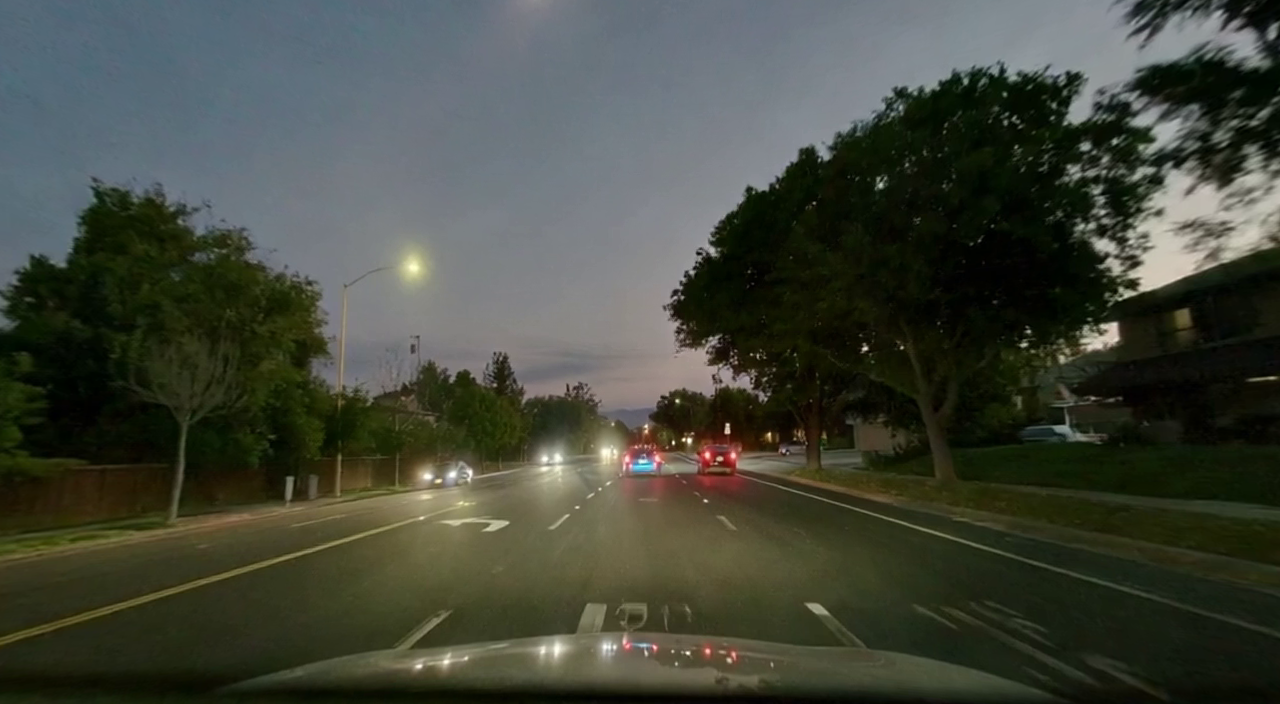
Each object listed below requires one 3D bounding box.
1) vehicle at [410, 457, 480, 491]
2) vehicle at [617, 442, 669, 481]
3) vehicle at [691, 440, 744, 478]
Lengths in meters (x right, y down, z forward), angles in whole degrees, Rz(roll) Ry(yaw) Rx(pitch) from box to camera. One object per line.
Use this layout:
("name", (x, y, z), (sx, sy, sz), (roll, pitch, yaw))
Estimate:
("vehicle", (-9.779, 6.131, 31.989), (1.916, 1.492, 4.677), (-1, -8, 2))
("vehicle", (0.129, 4.971, 28.927), (2.200, 1.653, 4.127), (0, -8, 0))
("vehicle", (3.728, 5.255, 31.157), (2.024, 1.711, 4.512), (0, -8, -1))
